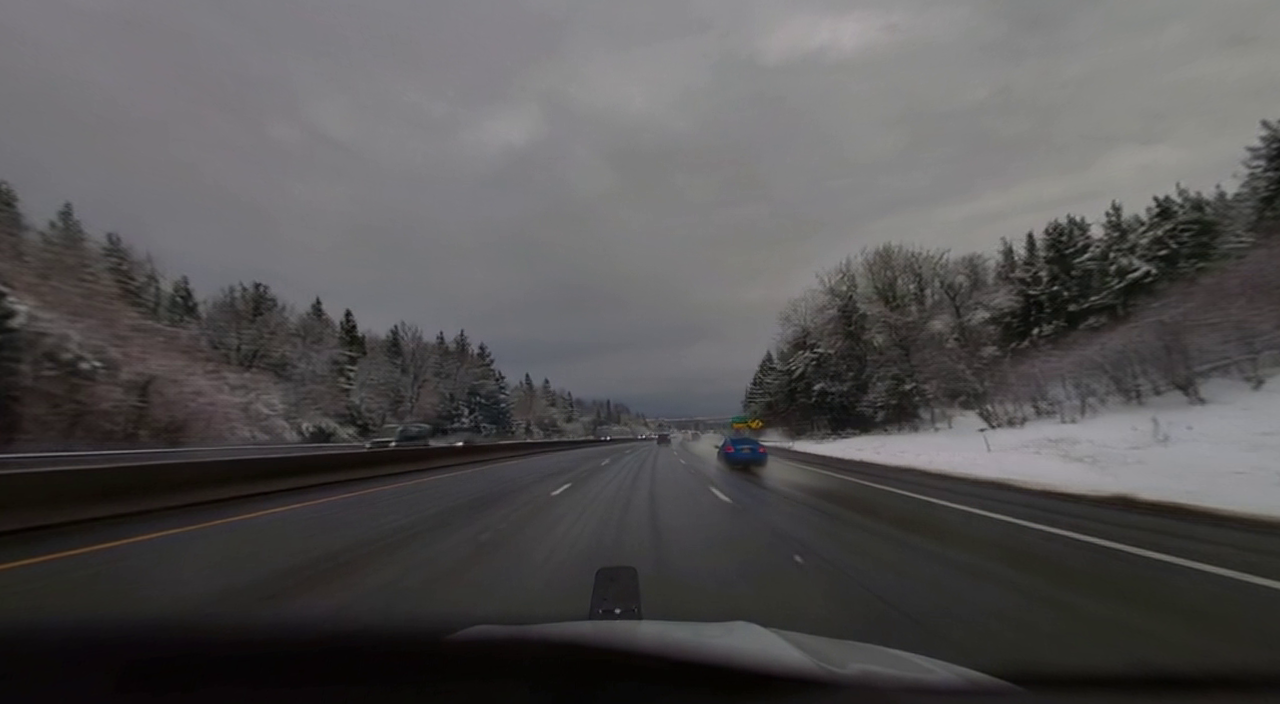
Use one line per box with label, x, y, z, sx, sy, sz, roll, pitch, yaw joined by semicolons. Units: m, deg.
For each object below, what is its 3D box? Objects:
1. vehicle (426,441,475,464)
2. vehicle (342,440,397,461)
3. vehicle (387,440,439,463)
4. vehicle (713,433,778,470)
vehicle;-12.093;6.436;40.431;1.832;1.414;3.704;0;-8;3
vehicle;-19.369;7.050;45.247;1.826;1.456;4.471;0;-8;2
vehicle;-15.693;6.856;43.710;1.817;1.467;4.429;0;-8;2
vehicle;4.412;4.224;26.989;1.982;1.452;4.294;0;-8;-1
